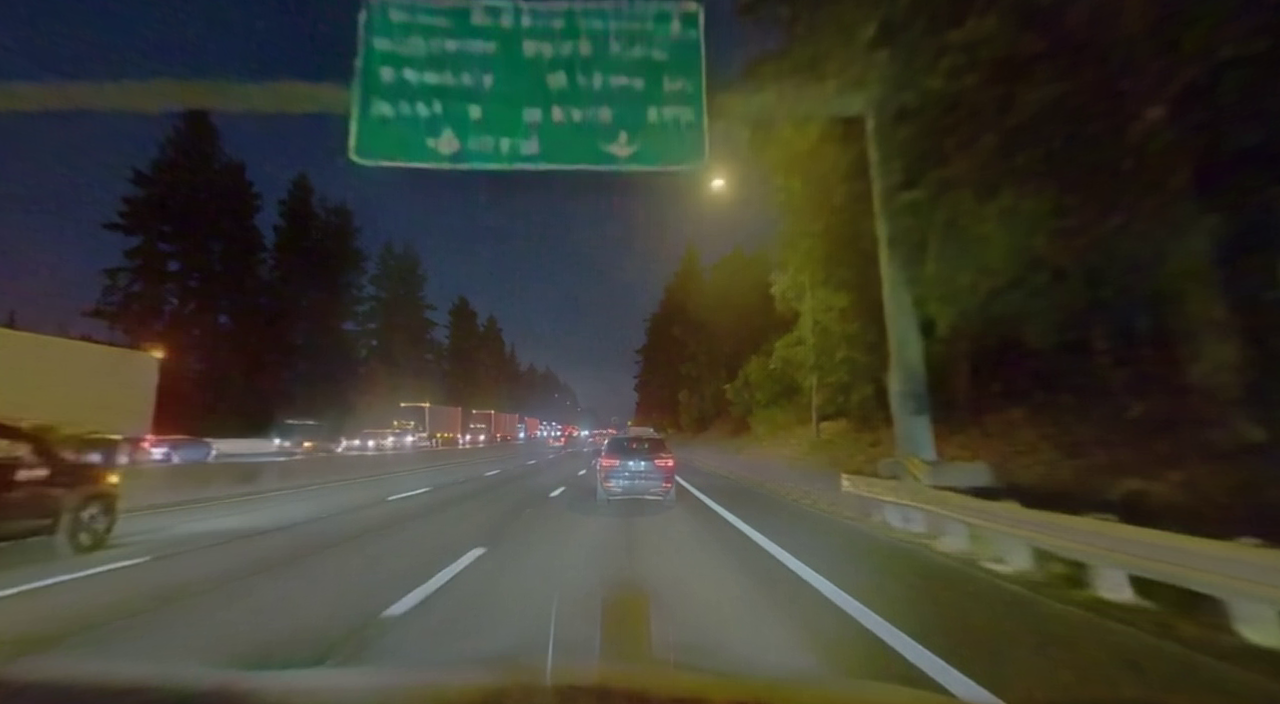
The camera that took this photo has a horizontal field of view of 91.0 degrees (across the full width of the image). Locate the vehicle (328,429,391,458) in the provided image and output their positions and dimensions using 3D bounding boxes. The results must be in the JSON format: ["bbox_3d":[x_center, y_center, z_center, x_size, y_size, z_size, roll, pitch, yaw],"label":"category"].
[{"bbox_3d":[-15.415,5.061,34.756,1.773,1.481,3.722,0,-8,-1],"label":"vehicle"}]

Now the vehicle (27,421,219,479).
[{"bbox_3d":[-14.700,2.817,18.291,1.903,1.473,4.391,0,-8,-1],"label":"vehicle"}]

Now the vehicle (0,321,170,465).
[{"bbox_3d":[-18.775,1.394,18.957,2.864,3.858,8.249,0,-8,-1],"label":"vehicle"}]

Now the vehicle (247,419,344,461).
[{"bbox_3d":[-14.917,3.872,27.535,1.895,1.683,4.224,0,-8,-1],"label":"vehicle"}]

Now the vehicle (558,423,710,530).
[{"bbox_3d":[-0.122,2.069,11.132,2.127,1.497,4.445,0,-8,-1],"label":"vehicle"}]

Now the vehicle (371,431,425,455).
[{"bbox_3d":[-15.640,5.917,40.873,1.865,1.476,4.348,0,-8,-1],"label":"vehicle"}]

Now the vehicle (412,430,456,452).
[{"bbox_3d":[-15.784,6.848,48.326,2.004,1.551,4.231,0,-8,-1],"label":"vehicle"}]
